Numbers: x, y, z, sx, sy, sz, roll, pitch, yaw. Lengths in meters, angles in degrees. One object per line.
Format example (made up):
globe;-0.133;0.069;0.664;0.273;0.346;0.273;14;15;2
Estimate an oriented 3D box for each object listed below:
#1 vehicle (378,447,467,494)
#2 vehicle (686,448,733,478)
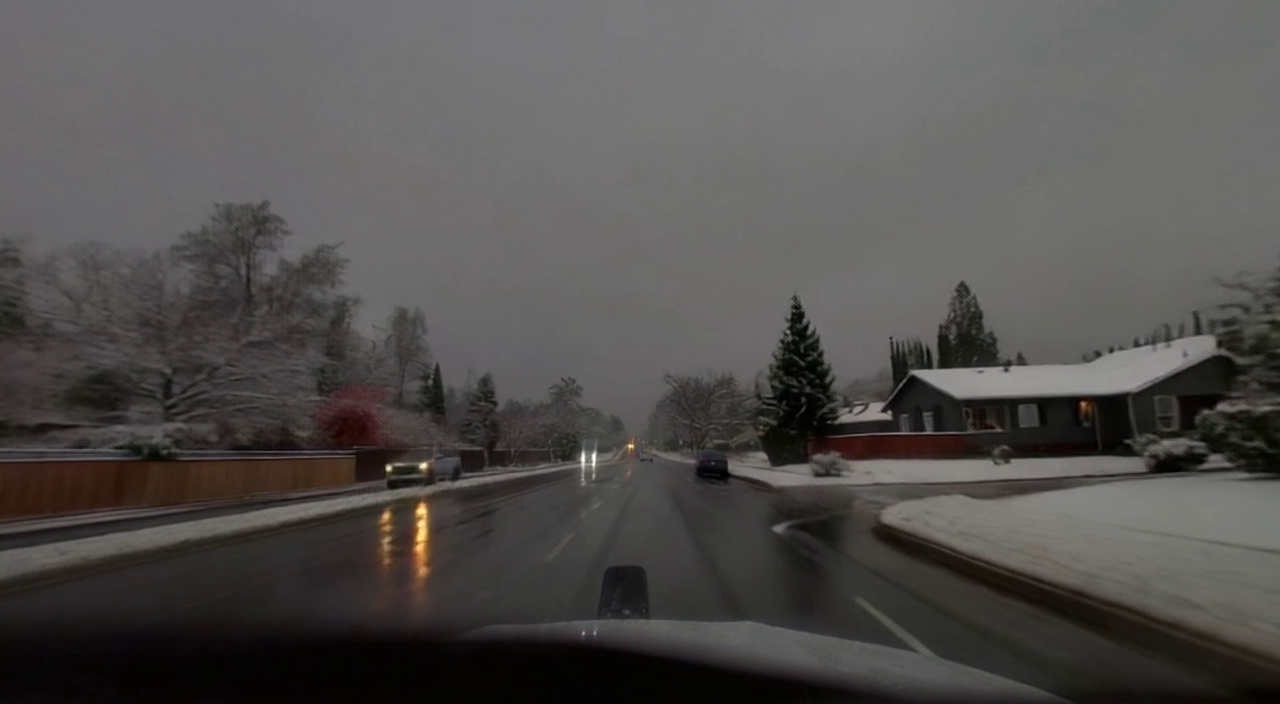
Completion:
vehicle;-8.745;4.758;25.781;1.981;1.716;4.315;0;-9;1
vehicle;3.696;5.968;34.249;2.011;1.507;4.769;0;-9;0
